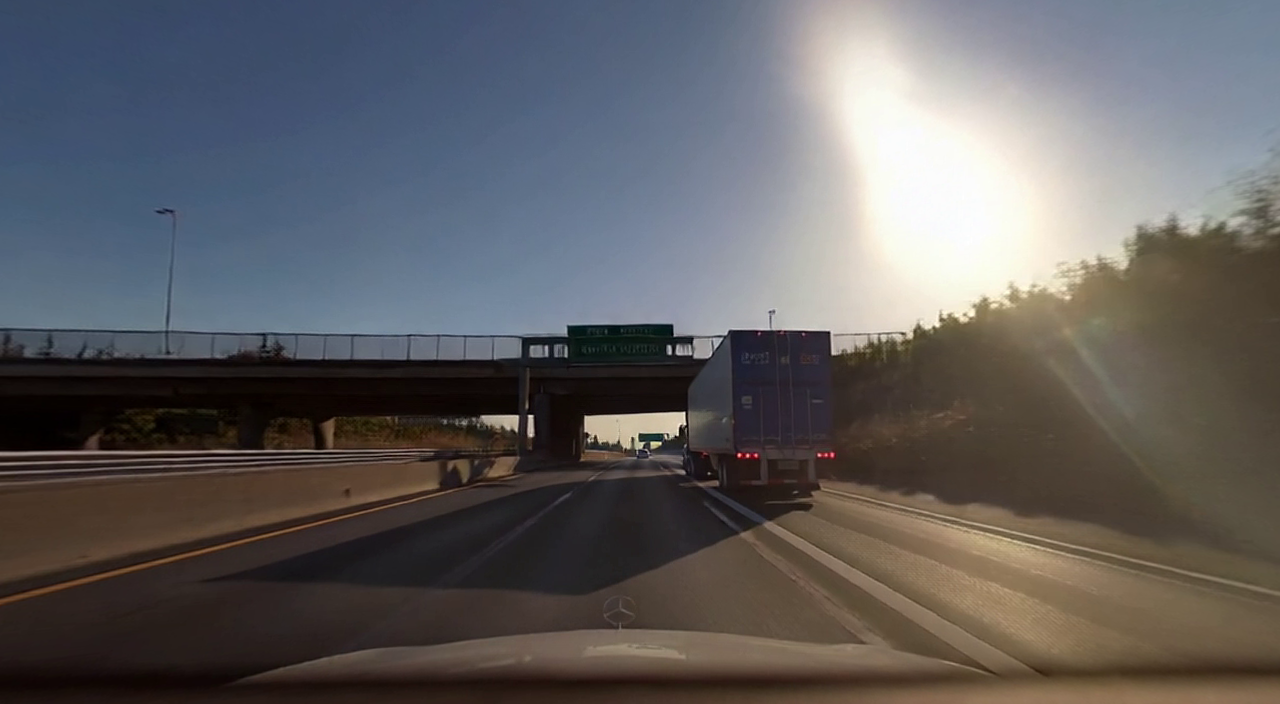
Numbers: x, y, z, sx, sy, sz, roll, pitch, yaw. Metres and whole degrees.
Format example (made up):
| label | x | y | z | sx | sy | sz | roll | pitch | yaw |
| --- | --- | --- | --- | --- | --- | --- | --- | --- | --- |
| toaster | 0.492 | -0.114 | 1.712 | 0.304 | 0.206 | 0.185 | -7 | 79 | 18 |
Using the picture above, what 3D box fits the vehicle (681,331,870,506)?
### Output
| label | x | y | z | sx | sy | sz | roll | pitch | yaw |
| --- | --- | --- | --- | --- | --- | --- | --- | --- | --- |
| vehicle | 3.556 | 2.607 | 21.714 | 3.244 | 4.020 | 14.561 | 0 | -9 | 0 |
